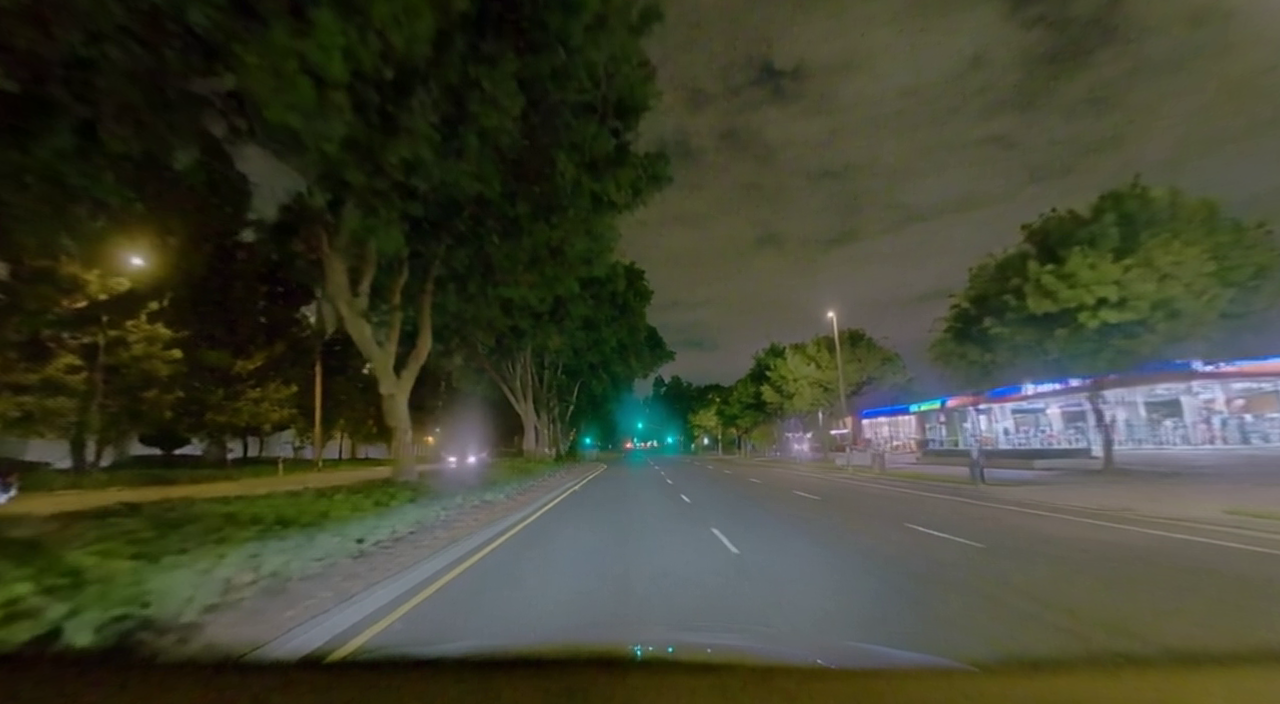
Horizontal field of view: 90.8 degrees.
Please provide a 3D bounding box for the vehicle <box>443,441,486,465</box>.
[{"bbox_3d":[-12.373,7.200,44.902,1.861,1.616,4.077,0,-9,0],"label":"vehicle"}]
